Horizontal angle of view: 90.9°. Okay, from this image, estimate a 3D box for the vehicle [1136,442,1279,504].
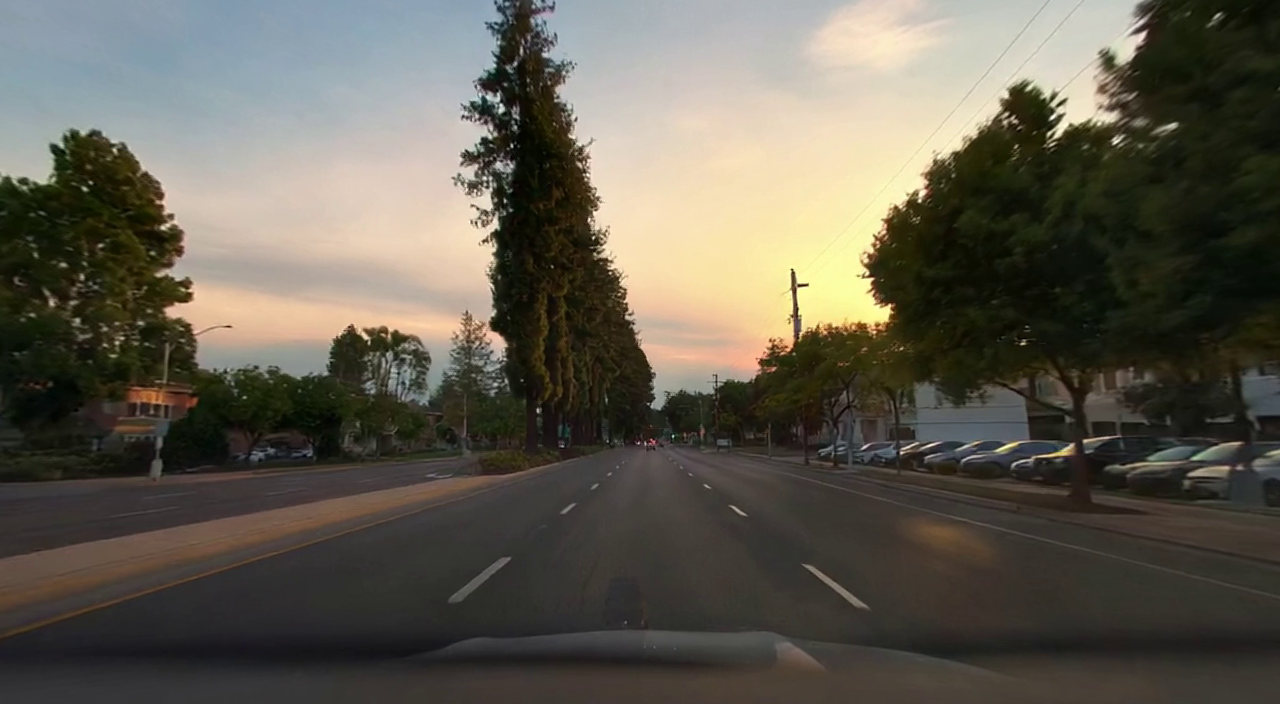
[{"bbox_3d":[15.816,3.066,16.224,4.263,1.457,2.078,0,-8,1],"label":"vehicle"}]
